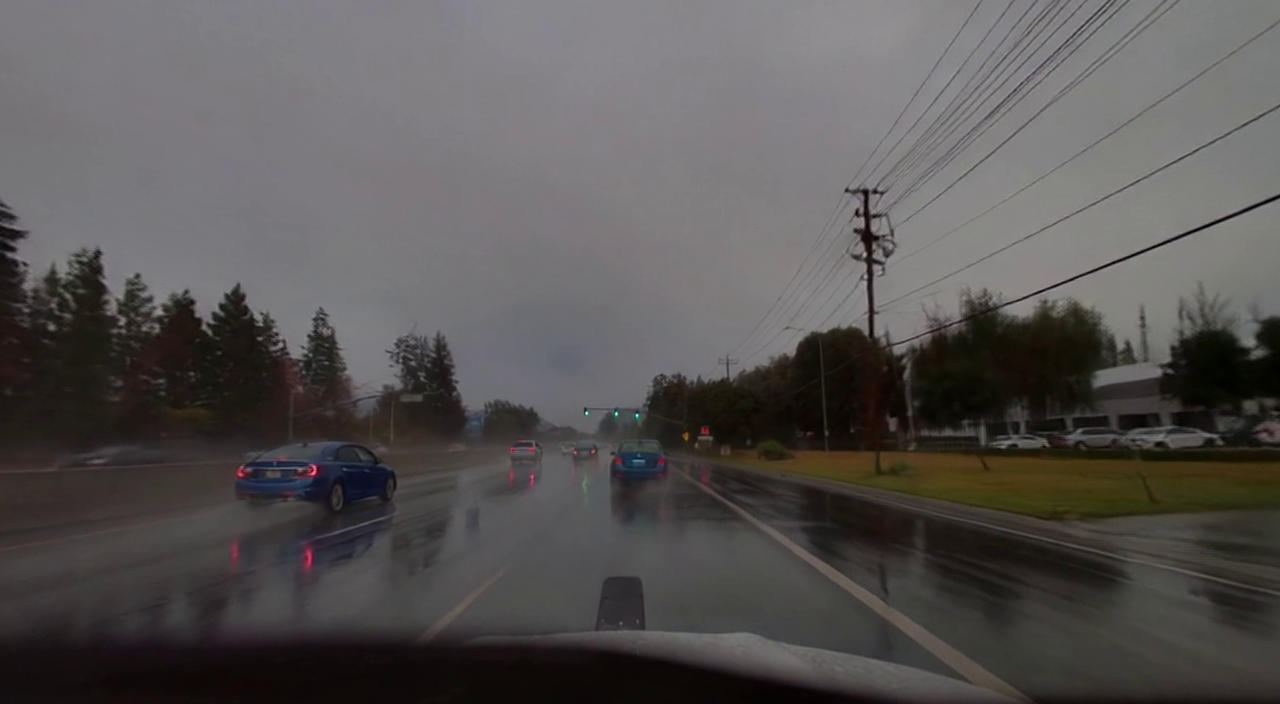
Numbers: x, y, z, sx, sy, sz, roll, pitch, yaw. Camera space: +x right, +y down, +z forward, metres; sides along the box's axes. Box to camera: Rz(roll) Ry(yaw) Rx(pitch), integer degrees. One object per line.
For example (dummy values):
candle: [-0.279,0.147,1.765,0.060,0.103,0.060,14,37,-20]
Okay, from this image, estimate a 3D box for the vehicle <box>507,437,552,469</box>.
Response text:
vehicle: [-6.435,5.919,37.240,1.914,1.756,4.179,0,-8,0]

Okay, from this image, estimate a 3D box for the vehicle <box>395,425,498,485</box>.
vehicle: [-6.755,3.664,22.721,2.144,1.905,4.967,0,-8,0]

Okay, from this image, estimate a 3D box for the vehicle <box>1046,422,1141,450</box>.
vehicle: [29.539,5.514,41.245,4.554,1.761,2.095,0,-8,0]

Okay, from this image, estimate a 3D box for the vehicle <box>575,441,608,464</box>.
vehicle: [-3.389,7.110,44.853,2.055,1.510,3.961,0,-8,-1]

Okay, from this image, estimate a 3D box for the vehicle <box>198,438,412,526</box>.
vehicle: [-6.545,2.550,13.084,1.900,1.483,4.547,0,-8,0]

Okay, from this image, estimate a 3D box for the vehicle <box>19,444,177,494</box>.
vehicle: [-21.074,4.524,24.896,2.125,1.745,4.550,0,-8,0]

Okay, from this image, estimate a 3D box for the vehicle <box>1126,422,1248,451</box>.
vehicle: [29.592,4.625,34.306,4.674,1.485,1.874,-1,-8,6]

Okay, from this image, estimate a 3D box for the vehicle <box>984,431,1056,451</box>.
vehicle: [29.079,6.808,48.433,4.105,1.306,2.050,-2,-8,1]

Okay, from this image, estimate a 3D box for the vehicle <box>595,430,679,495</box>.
vehicle: [-0.109,3.154,18.361,2.140,1.653,4.108,0,-8,-1]
